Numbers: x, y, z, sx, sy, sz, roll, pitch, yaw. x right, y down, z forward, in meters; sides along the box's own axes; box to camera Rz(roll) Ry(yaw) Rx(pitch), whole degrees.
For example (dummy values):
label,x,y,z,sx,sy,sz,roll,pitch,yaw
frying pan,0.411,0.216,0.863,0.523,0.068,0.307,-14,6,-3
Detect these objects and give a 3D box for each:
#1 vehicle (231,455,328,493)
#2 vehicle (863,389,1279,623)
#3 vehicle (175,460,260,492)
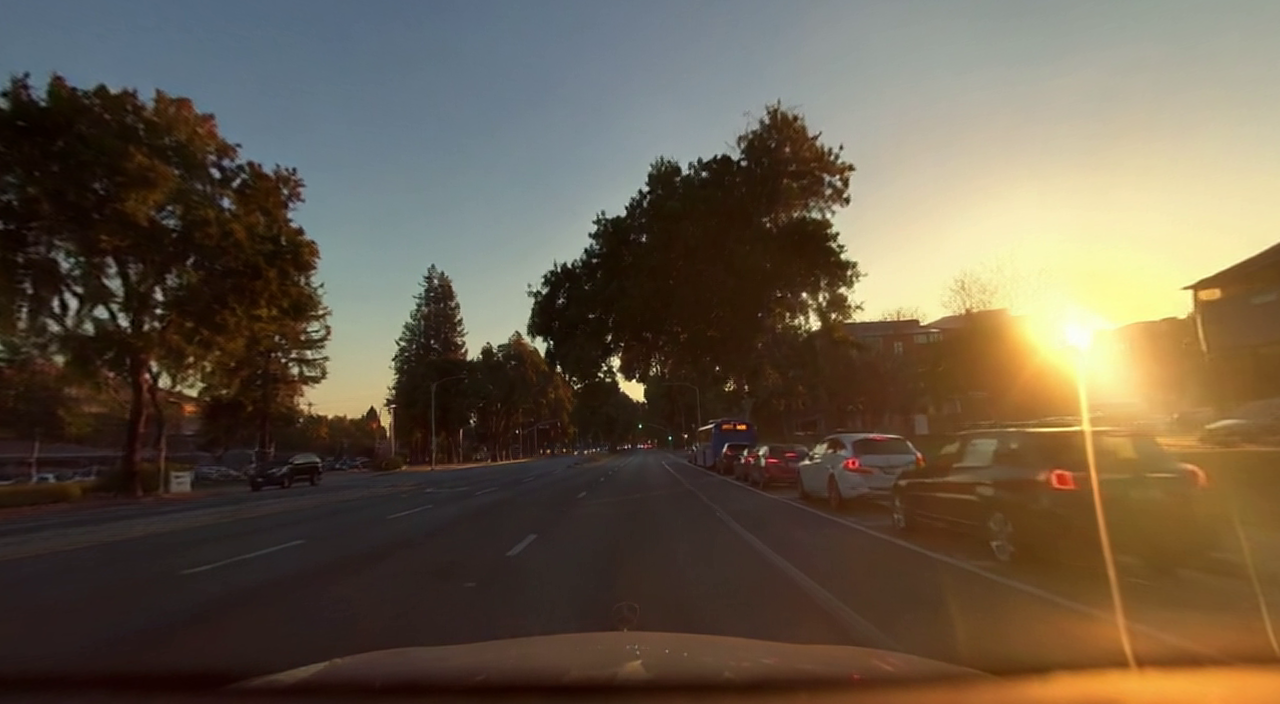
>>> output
label,x,y,z,sx,sy,sz,roll,pitch,yaw
vehicle,-19.417,6.573,34.367,2.166,1.804,4.897,-1,-8,3
vehicle,4.490,1.504,7.188,2.094,1.731,4.763,0,-8,-1
vehicle,-28.951,8.487,43.366,4.426,1.782,2.056,-4,-8,1
